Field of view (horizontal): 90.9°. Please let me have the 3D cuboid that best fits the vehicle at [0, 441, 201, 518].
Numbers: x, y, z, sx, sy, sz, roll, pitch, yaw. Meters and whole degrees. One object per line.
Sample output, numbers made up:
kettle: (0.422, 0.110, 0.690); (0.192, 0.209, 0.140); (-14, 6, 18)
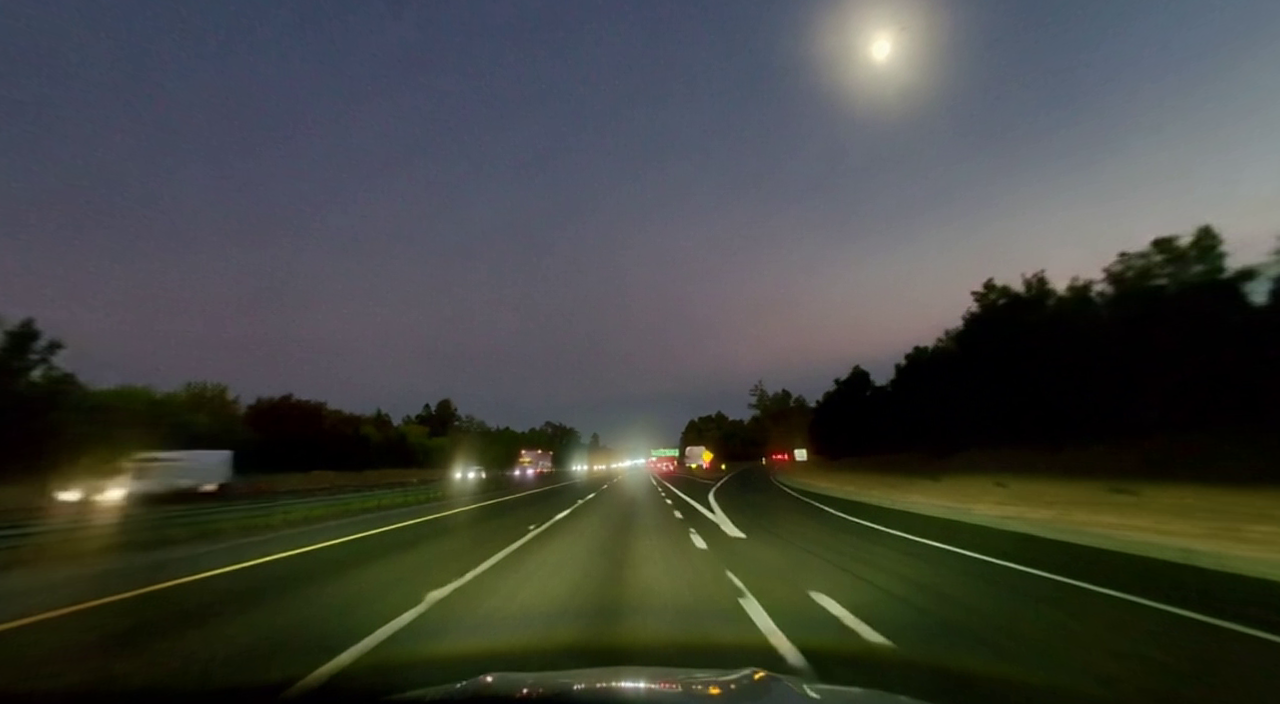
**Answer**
vehicle: (-17.065, 4.038, 20.196); (2.280, 2.102, 4.976); (1, -10, 0)
